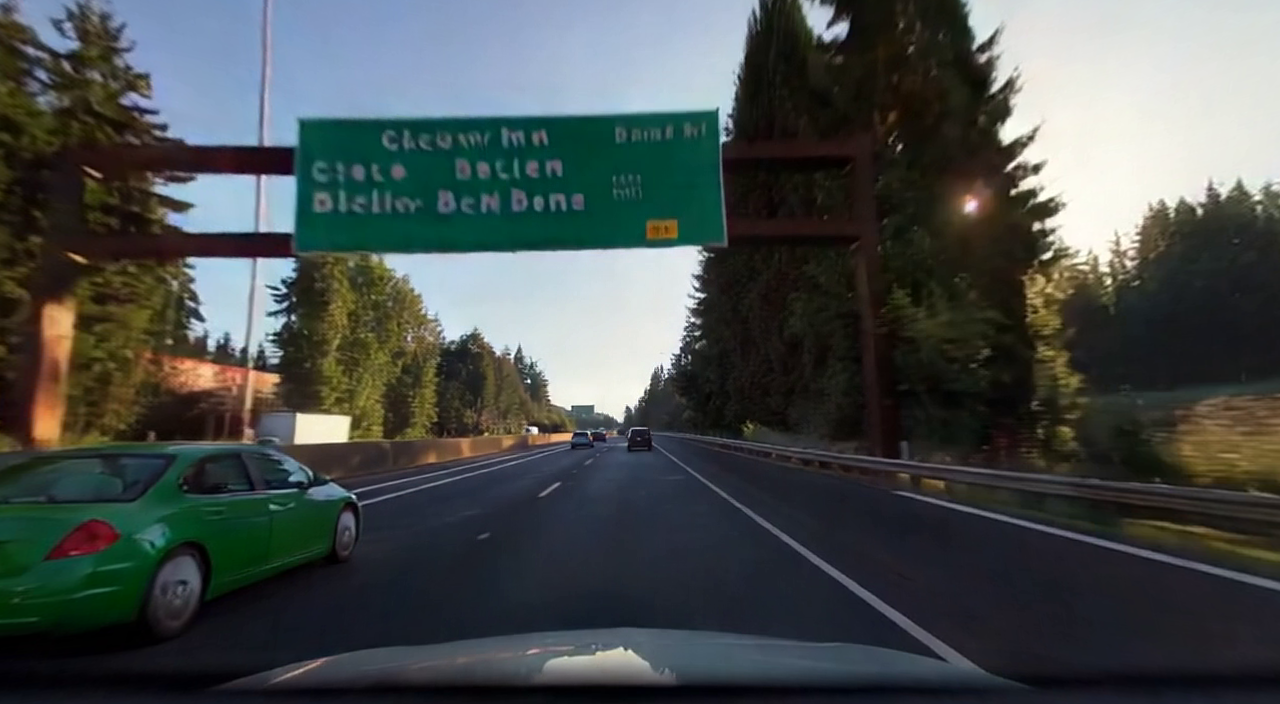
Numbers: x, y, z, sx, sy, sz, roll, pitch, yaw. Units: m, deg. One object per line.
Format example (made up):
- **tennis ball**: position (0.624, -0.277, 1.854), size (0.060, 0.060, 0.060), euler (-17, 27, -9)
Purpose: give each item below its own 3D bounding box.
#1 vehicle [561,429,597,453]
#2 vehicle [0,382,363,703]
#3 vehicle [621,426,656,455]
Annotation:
- **vehicle**: position (-4.269, 6.304, 44.590), size (2.055, 1.610, 4.116), euler (0, -8, 1)
- **vehicle**: position (-3.924, 1.124, 4.641), size (1.958, 1.486, 3.988), euler (0, -8, 0)
- **vehicle**: position (-0.105, 5.771, 41.152), size (2.170, 1.790, 4.490), euler (0, -8, -1)
